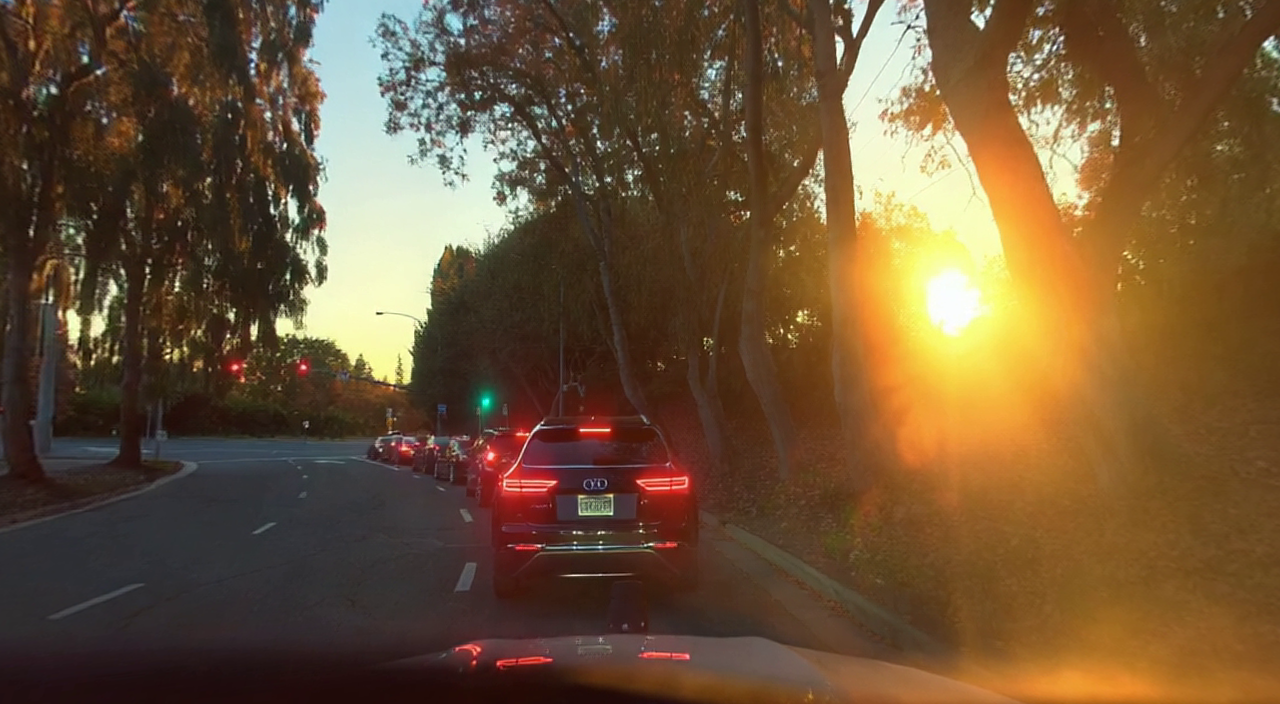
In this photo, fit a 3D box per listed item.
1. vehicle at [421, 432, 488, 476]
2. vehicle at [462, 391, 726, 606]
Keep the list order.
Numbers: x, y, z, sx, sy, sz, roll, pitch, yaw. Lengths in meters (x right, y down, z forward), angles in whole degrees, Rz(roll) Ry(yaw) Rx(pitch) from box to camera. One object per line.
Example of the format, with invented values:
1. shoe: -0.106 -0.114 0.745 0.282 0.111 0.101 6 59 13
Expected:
1. vehicle: -7.286 3.923 24.490 1.902 1.536 3.662 4 -9 -25
2. vehicle: -0.679 1.459 7.199 2.134 1.671 4.147 1 -8 -10
